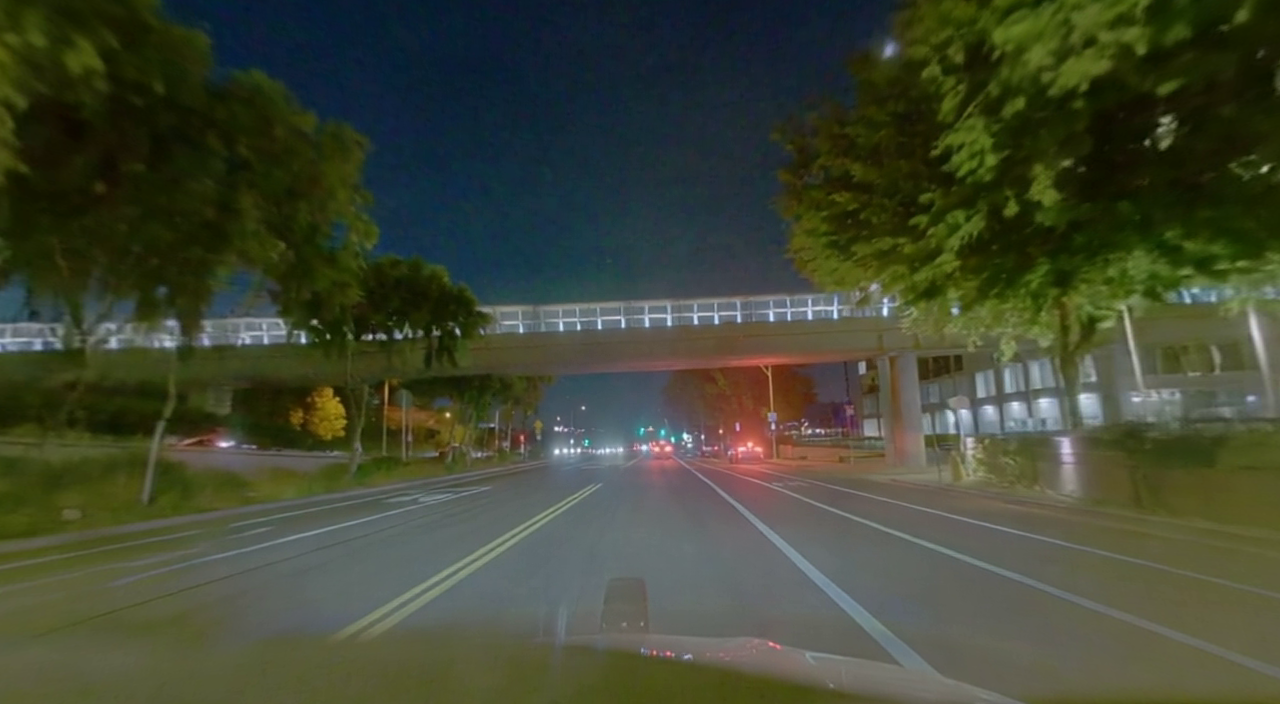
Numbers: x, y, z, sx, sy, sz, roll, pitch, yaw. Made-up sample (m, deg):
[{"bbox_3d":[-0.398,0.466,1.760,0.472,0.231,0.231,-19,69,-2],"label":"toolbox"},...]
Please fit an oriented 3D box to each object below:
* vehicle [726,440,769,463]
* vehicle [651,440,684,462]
[{"bbox_3d":[7.348,6.854,43.486,2.035,1.435,4.481,0,-8,-1],"label":"vehicle"},{"bbox_3d":[1.976,7.144,45.587,2.280,1.475,4.051,-1,-8,2],"label":"vehicle"}]
